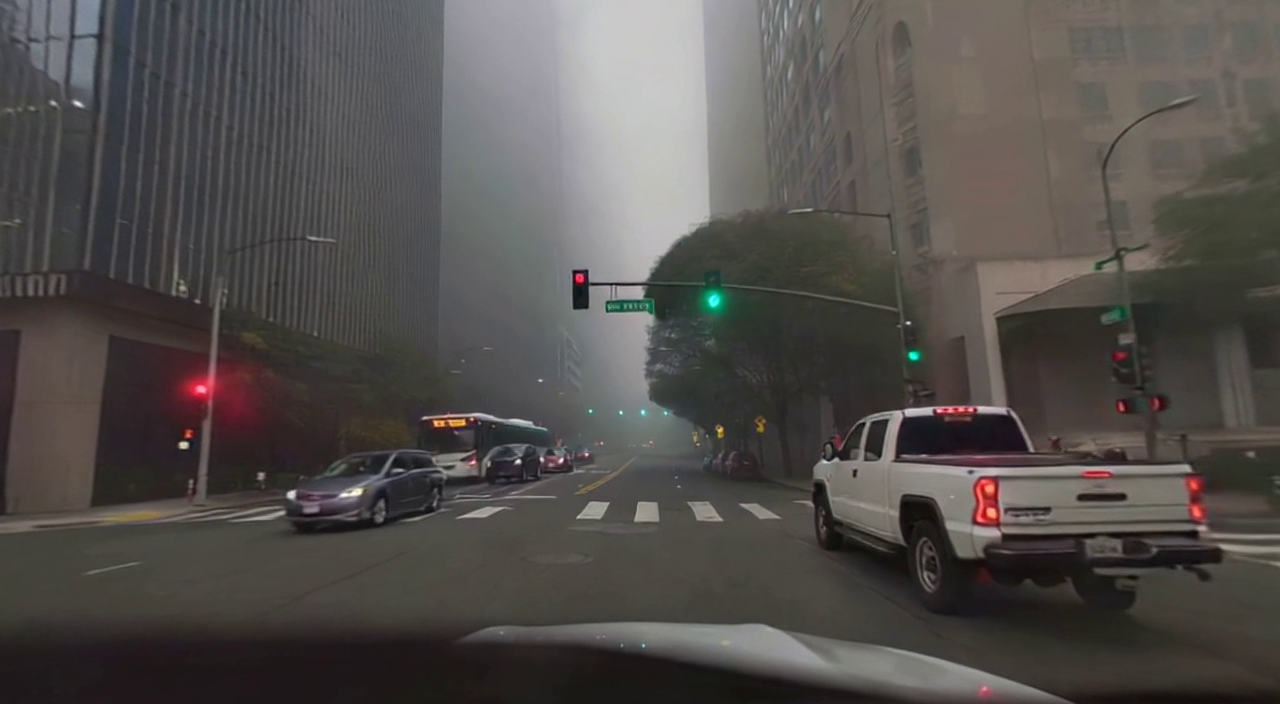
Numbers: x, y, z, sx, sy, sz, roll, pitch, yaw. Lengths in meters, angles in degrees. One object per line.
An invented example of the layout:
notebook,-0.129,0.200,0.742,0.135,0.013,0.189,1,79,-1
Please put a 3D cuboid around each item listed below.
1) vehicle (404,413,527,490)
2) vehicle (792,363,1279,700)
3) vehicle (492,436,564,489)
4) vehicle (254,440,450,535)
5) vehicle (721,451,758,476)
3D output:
vehicle,-8.664,5.171,33.190,3.318,3.359,10.406,0,-8,1
vehicle,3.279,1.379,6.261,2.118,1.848,5.426,0,-8,-1
vehicle,-5.061,5.058,29.275,2.304,2.208,5.200,0,-8,1
vehicle,-5.603,2.645,12.976,1.997,1.610,4.144,0,-8,1
vehicle,7.104,7.999,45.497,1.962,1.617,4.325,0,-8,0
